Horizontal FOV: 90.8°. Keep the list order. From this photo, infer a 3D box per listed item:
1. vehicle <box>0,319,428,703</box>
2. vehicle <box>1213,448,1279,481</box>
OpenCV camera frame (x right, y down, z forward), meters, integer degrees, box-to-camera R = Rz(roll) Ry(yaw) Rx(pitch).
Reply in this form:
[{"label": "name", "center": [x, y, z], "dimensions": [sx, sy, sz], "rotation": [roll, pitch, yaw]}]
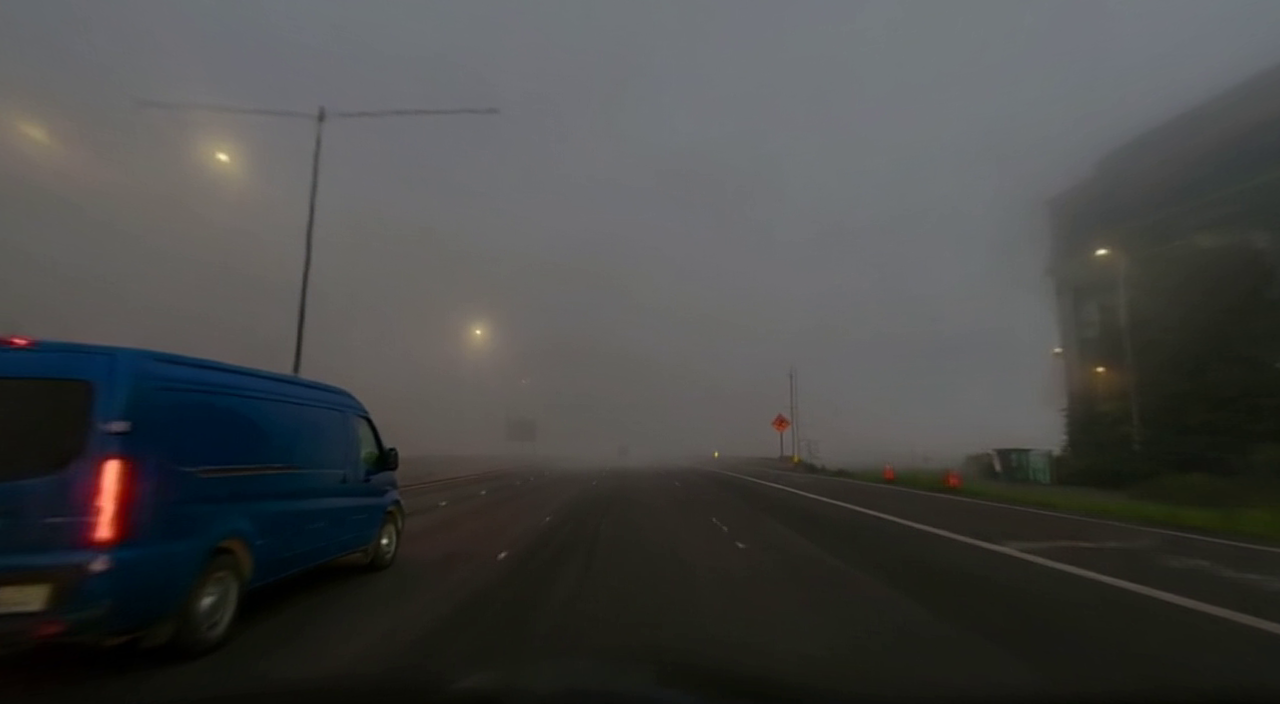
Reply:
[{"label": "vehicle", "center": [-3.604, 1.139, 5.404], "dimensions": [2.046, 1.982, 4.465], "rotation": [0, -9, -1]}, {"label": "vehicle", "center": [29.854, 5.262, 29.686], "dimensions": [3.924, 1.454, 1.952], "rotation": [0, -8, -2]}]
